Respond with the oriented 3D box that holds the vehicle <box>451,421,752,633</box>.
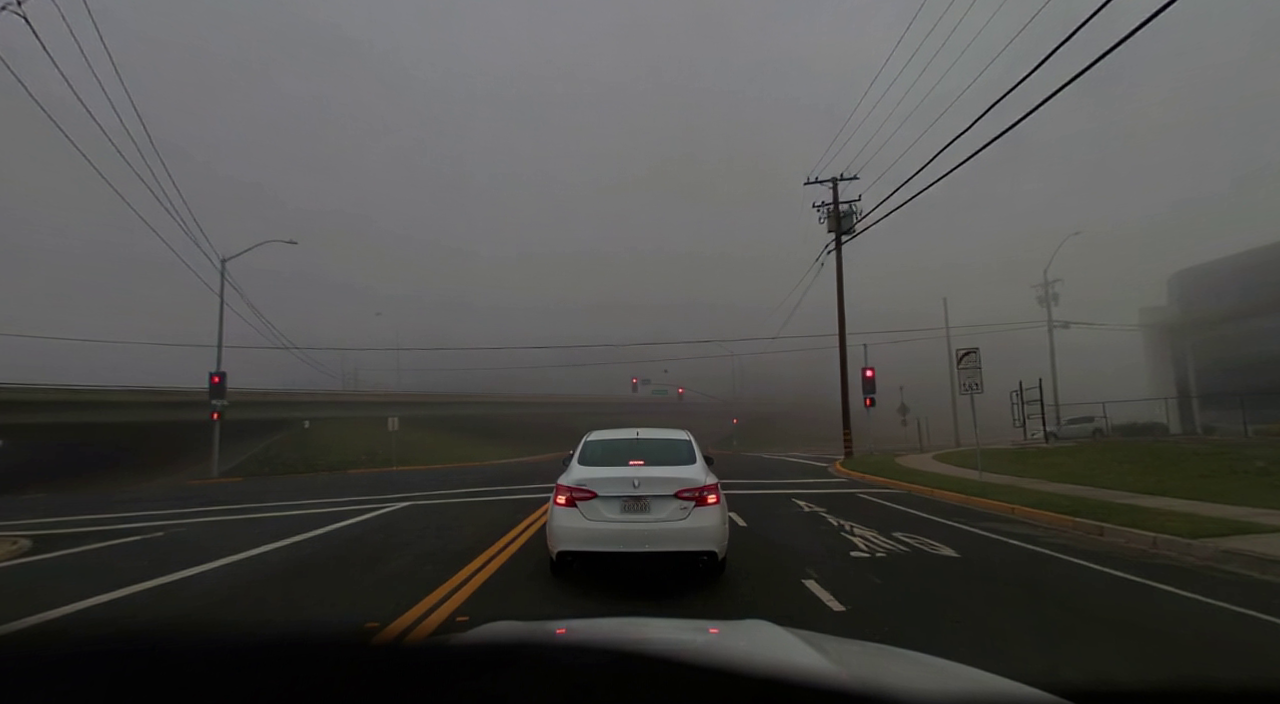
[{"bbox_3d":[-0.232,1.527,6.472,2.090,1.458,4.033,-1,-9,1],"label":"vehicle"}]
